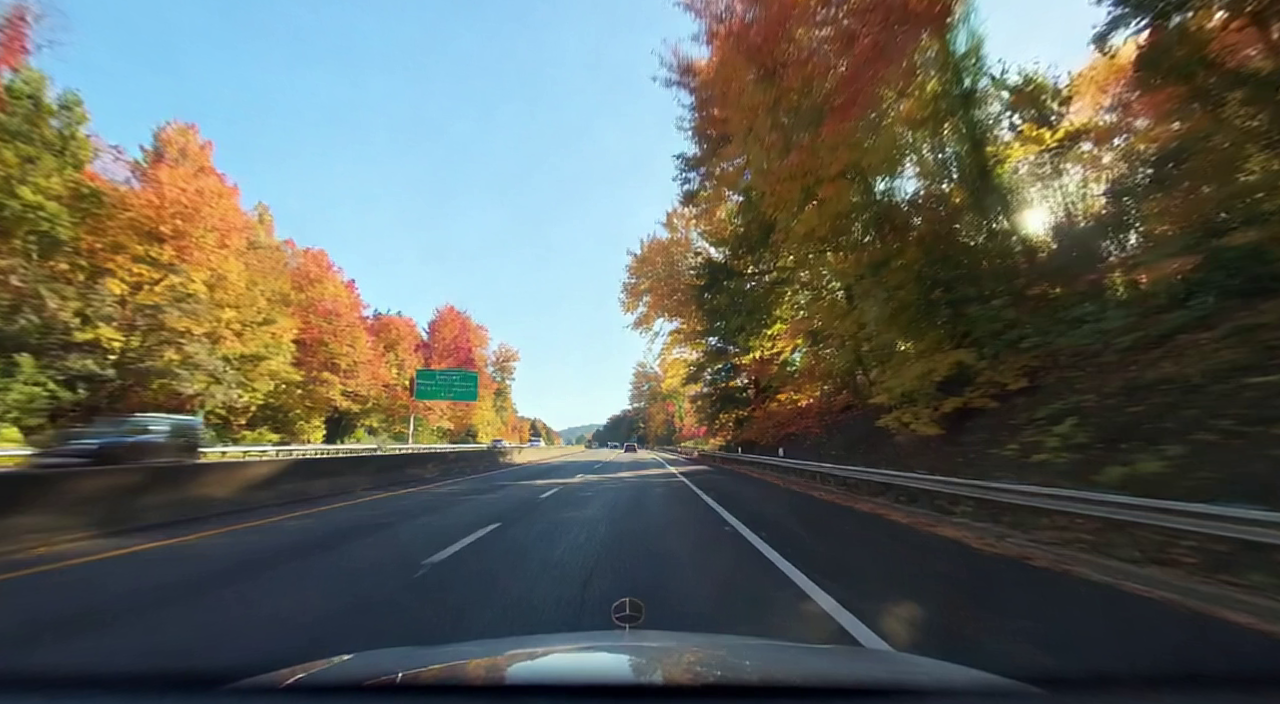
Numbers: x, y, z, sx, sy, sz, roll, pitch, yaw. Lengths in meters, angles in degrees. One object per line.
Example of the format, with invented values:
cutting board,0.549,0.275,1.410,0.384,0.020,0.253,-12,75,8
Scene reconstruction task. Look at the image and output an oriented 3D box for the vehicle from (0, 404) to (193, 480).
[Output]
vehicle,-15.640,2.573,18.008,2.086,1.872,4.771,0,-8,1
